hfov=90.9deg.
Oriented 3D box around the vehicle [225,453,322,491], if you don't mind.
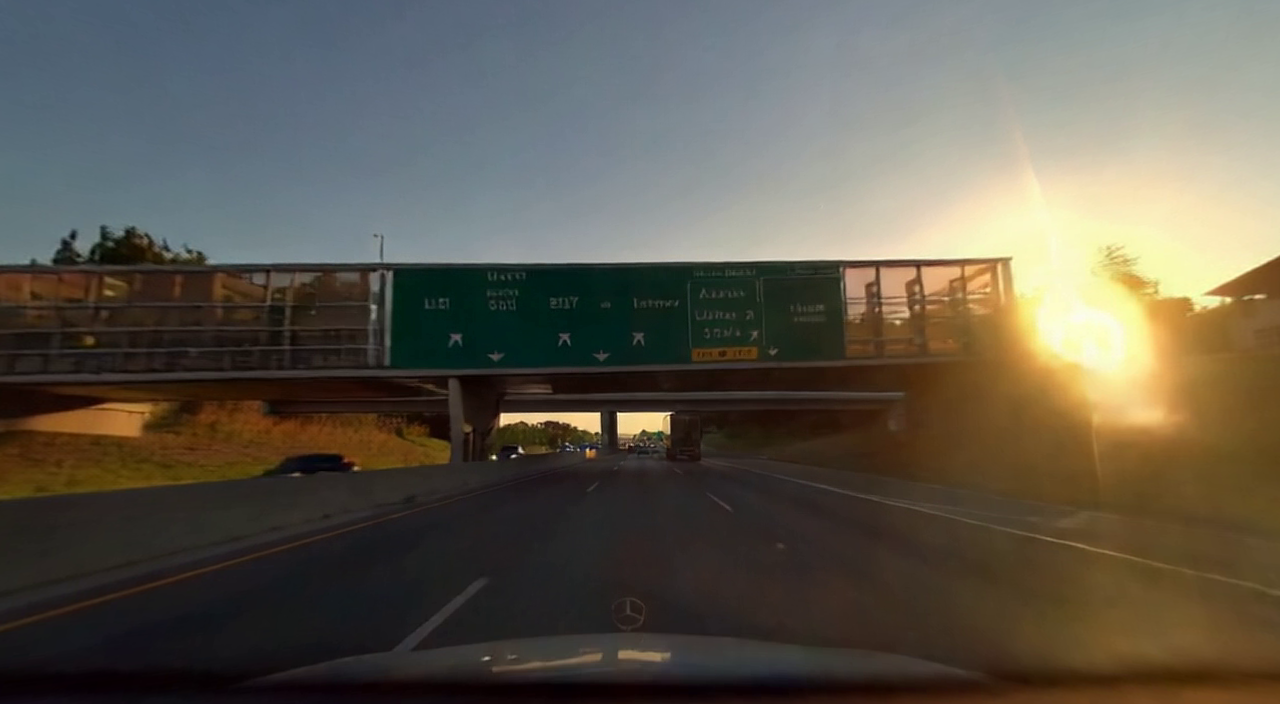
[{"bbox_3d":[-15.652,5.097,27.154,1.787,1.464,3.914,0,-9,0],"label":"vehicle"}]
